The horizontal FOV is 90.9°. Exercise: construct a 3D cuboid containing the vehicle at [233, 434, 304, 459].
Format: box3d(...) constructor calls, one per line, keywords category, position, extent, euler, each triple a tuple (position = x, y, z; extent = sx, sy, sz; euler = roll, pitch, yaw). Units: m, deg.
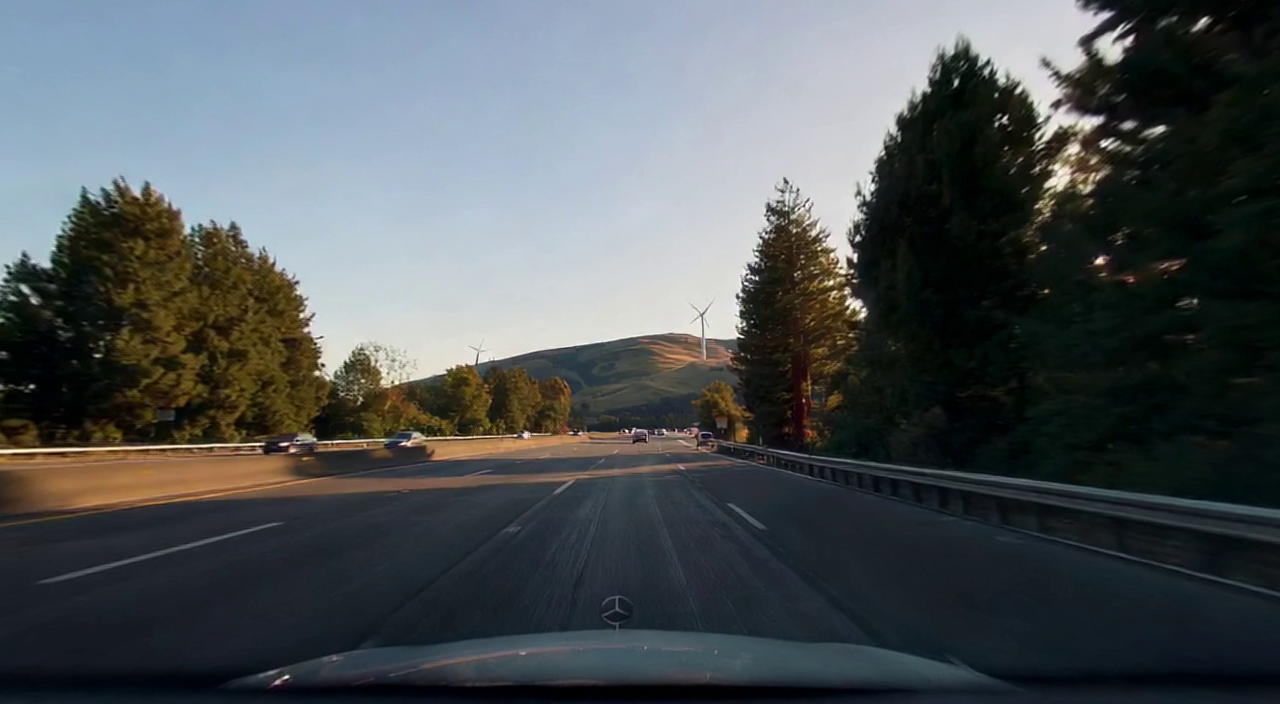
box3d(category="vehicle", position=(-23.959, 6.077, 40.836), extent=(1.986, 1.490, 4.286), euler=(0, -8, 0))
